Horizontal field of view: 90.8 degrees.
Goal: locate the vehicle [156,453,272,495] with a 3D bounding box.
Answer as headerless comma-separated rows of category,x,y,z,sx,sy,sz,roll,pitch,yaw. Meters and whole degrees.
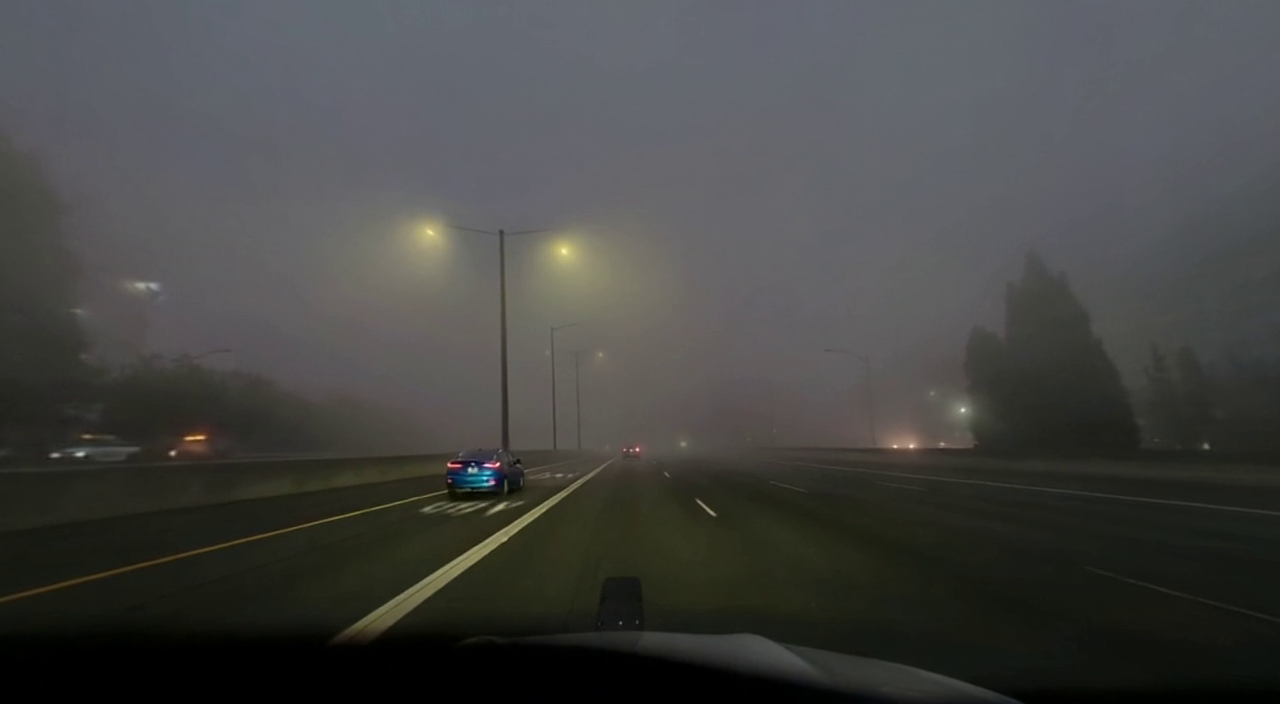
vehicle,-17.735,5.067,26.598,1.920,1.540,4.259,0,-9,0

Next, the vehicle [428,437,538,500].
vehicle,-4.131,3.127,17.441,1.900,1.492,4.495,0,-9,0
